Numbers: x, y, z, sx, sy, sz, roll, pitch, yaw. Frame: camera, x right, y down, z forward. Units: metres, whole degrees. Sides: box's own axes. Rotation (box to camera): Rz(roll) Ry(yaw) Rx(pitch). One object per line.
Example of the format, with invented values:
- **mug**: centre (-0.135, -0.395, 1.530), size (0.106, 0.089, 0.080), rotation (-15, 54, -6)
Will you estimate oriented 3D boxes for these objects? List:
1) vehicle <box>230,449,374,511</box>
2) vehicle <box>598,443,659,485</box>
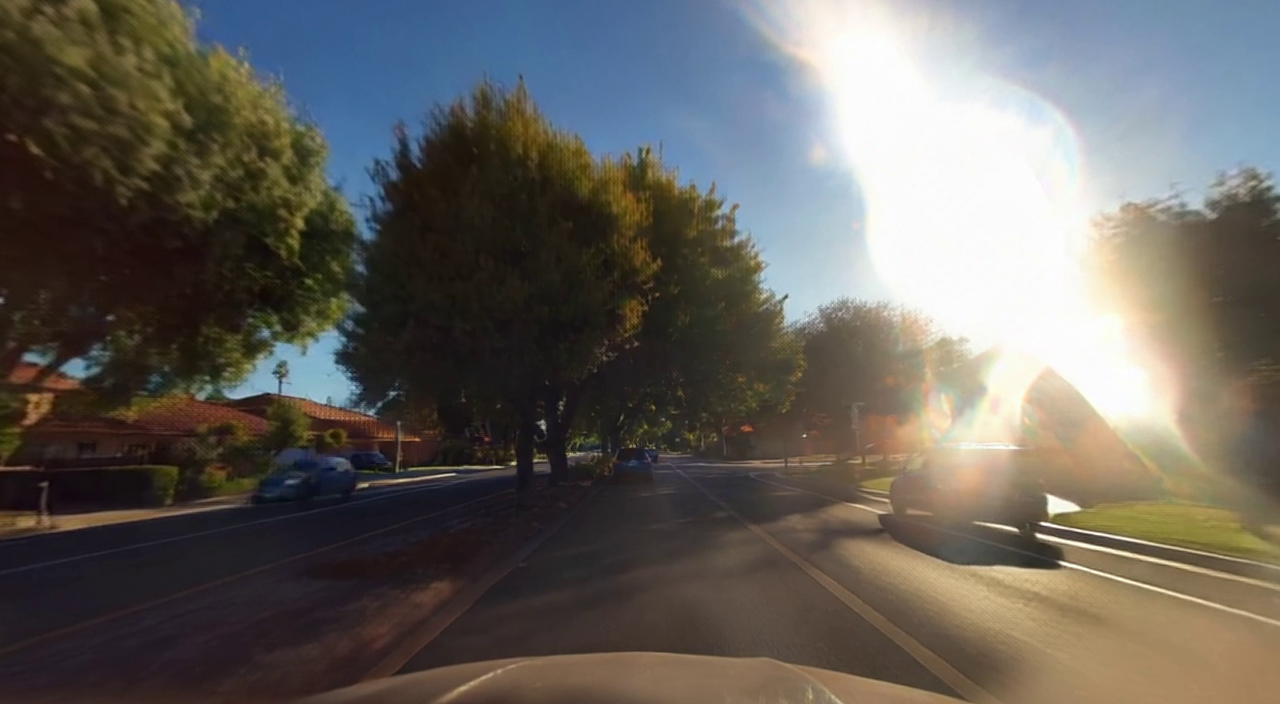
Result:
- **vehicle**: centre (-9.418, 3.553, 17.967), size (1.945, 1.530, 3.740), rotation (-1, -9, 1)
- **vehicle**: centre (-0.484, 4.371, 24.957), size (2.158, 1.469, 4.909), rotation (0, -9, -2)
